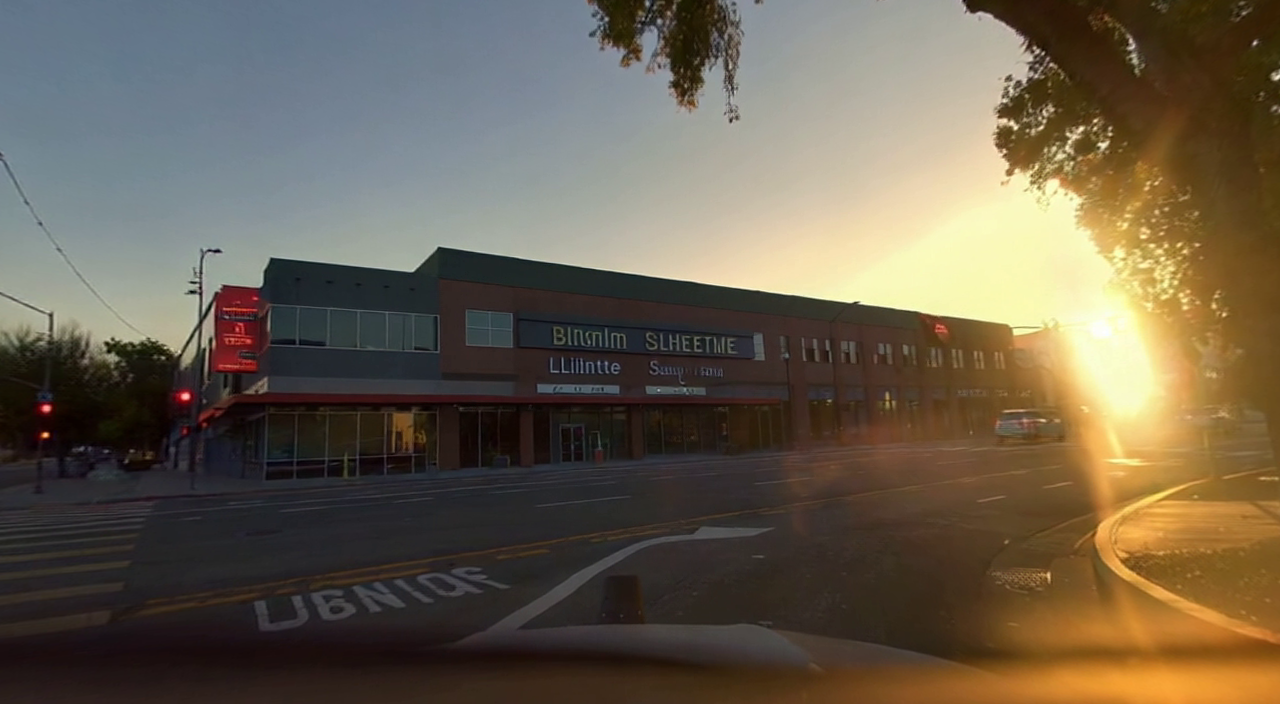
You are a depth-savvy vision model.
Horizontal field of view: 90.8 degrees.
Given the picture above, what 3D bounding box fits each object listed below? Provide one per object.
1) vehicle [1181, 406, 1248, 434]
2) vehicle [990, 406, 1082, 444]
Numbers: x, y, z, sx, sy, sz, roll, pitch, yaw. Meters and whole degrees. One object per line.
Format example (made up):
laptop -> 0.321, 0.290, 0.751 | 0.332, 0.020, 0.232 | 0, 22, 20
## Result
vehicle -> 35.908, 4.291, 39.433 | 4.377, 1.624, 1.953 | 6, -10, -34
vehicle -> 20.476, 3.830, 32.614 | 4.689, 1.758, 2.146 | 5, -10, -33
